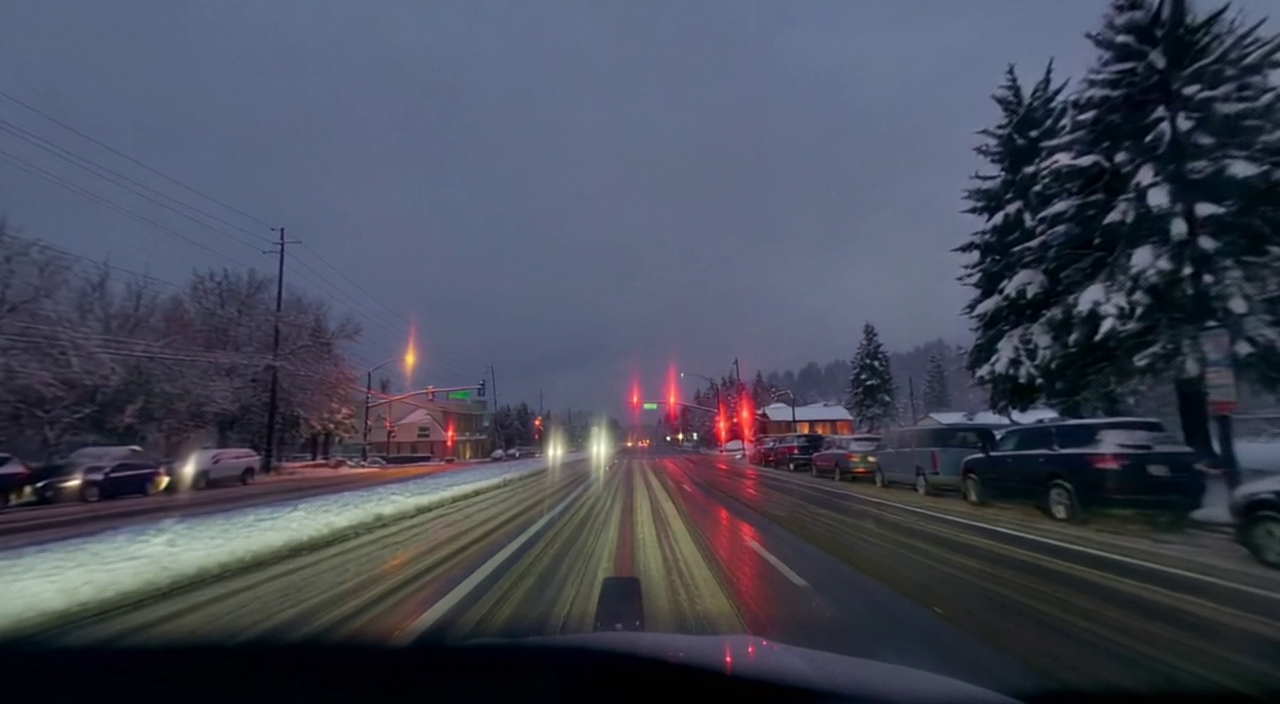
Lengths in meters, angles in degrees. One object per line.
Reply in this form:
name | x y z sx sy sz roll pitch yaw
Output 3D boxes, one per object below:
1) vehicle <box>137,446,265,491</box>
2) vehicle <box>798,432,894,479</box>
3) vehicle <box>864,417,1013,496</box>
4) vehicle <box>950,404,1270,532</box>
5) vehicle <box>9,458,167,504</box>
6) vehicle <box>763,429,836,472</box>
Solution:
vehicle | -22.304 5.886 32.517 2.328 1.929 6.055 -4 -8 0
vehicle | 7.888 4.021 24.748 1.987 1.628 4.712 0 -8 -3
vehicle | 8.142 2.910 17.825 1.870 1.912 4.657 0 -8 0
vehicle | 7.954 2.030 11.577 2.034 1.822 4.953 0 -8 0
vehicle | -22.276 5.176 25.864 1.878 1.561 5.061 0 -8 0
vehicle | 7.654 4.798 30.949 2.130 1.877 5.334 0 -8 0
